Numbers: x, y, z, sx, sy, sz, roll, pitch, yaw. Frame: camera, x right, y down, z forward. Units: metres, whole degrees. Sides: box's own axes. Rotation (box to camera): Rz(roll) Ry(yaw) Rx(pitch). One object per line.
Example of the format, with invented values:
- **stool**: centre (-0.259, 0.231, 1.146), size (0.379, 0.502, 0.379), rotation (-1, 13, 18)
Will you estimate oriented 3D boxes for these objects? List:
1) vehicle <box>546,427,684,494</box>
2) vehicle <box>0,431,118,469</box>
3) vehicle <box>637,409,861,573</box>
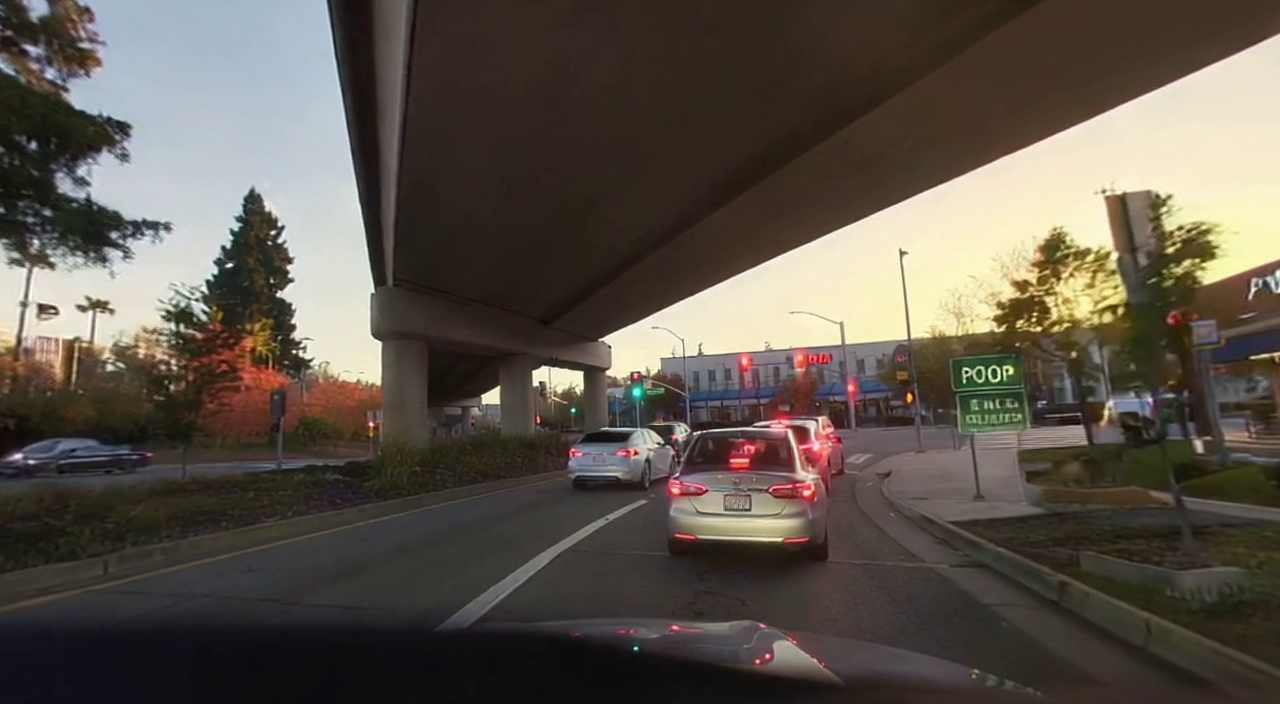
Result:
- **vehicle**: centre (-0.465, 2.851, 16.960), size (2.214, 1.519, 4.704), rotation (-3, -9, 18)
- **vehicle**: centre (-33.221, 5.504, 35.382), size (5.457, 2.021, 2.213), rotation (2, -9, -14)
- **vehicle**: centre (1.469, 1.689, 8.487), size (2.195, 1.571, 4.353), rotation (-2, -9, 11)
